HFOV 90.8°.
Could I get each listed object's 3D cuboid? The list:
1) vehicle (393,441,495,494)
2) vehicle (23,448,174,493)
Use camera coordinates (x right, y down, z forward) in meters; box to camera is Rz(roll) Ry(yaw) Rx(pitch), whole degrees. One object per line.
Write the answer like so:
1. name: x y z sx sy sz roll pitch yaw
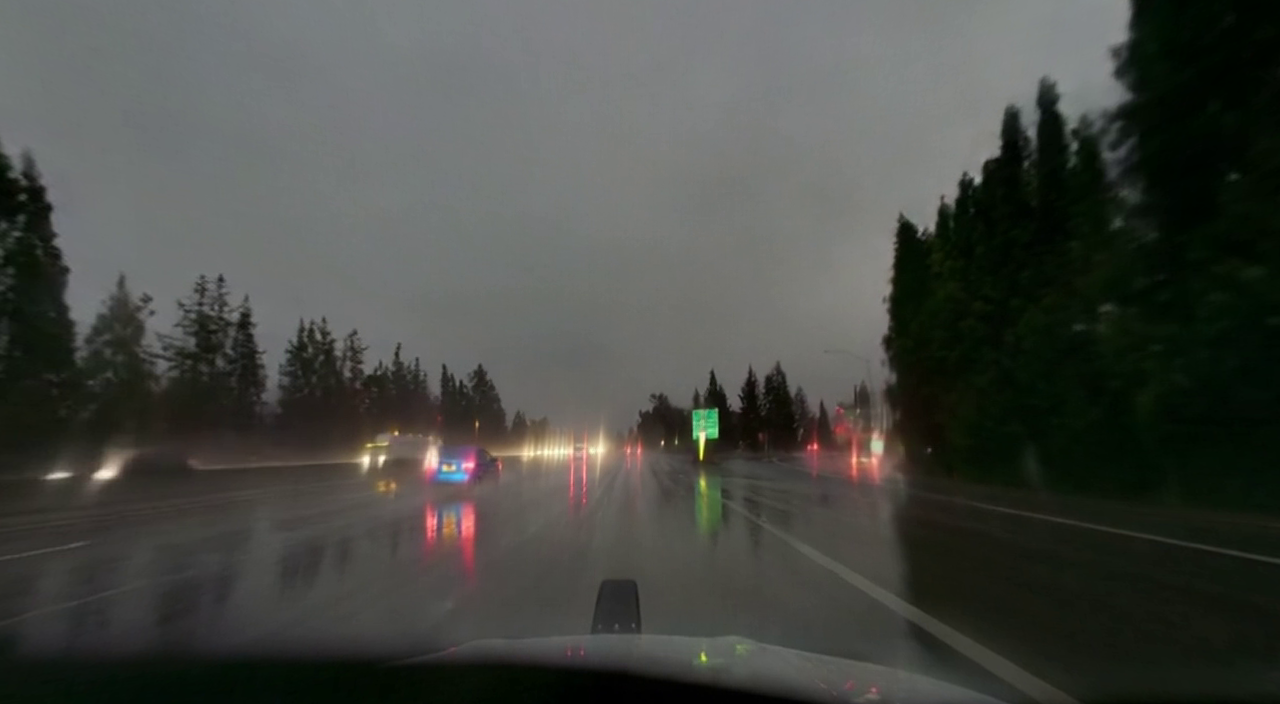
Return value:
1. vehicle: -6.716 3.998 22.247 2.016 1.606 4.806 0 -9 0
2. vehicle: -22.437 4.885 26.500 2.100 1.681 4.761 0 -9 -1
